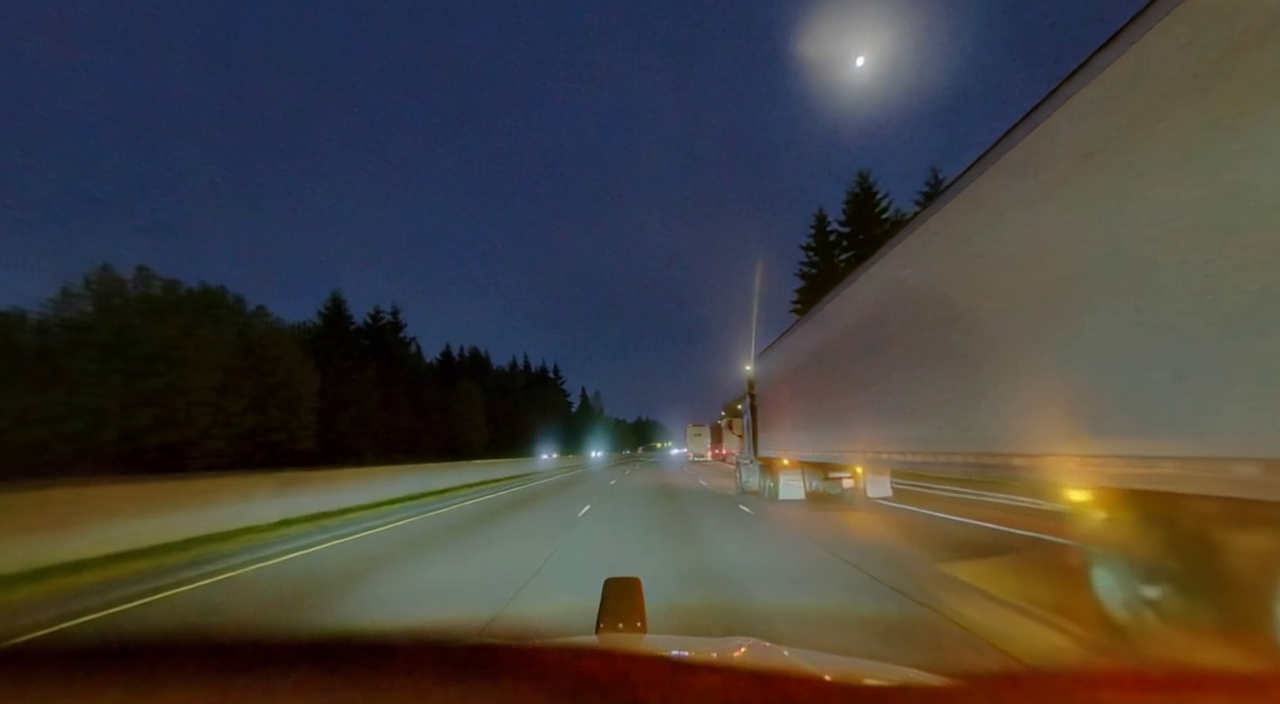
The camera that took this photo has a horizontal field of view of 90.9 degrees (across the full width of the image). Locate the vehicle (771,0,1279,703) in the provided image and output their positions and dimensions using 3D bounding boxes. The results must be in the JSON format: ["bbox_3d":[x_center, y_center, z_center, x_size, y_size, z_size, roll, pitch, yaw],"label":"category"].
[{"bbox_3d":[4.459,0.464,7.587,2.859,3.984,14.045,0,-9,0],"label":"vehicle"}]
